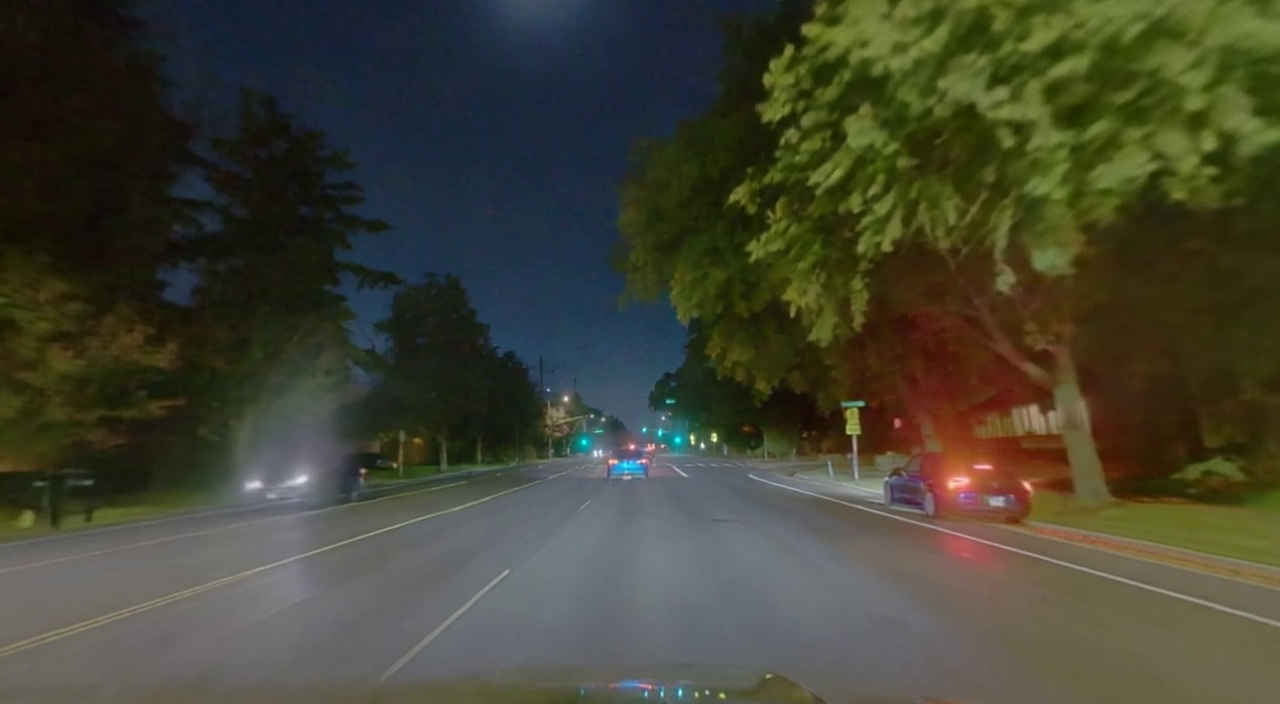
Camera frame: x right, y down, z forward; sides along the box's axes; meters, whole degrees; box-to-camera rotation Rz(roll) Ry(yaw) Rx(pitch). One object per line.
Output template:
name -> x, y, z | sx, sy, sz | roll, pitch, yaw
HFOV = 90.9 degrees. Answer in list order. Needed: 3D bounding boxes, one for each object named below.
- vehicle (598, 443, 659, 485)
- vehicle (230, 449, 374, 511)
vehicle -> -0.484, 4.371, 24.957 | 2.158, 1.469, 4.909 | 0, -9, -2
vehicle -> -9.418, 3.553, 17.967 | 1.945, 1.530, 3.740 | -1, -9, 1
